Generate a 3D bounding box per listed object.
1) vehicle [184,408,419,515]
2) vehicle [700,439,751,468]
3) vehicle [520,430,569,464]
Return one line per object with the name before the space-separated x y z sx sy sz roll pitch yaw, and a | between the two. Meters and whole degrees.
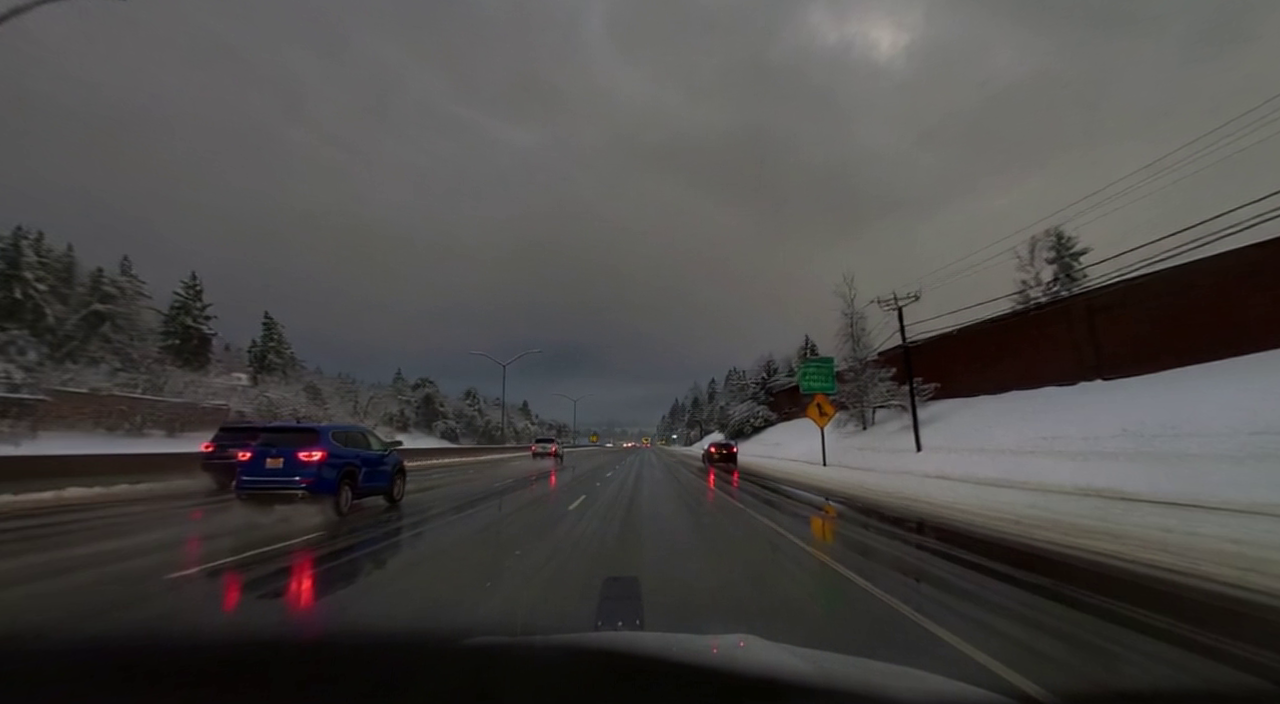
vehicle | -6.293 2.118 12.521 2.058 1.698 4.567 0 -9 1
vehicle | 4.717 5.677 35.334 2.251 1.520 4.550 0 -9 0
vehicle | -5.888 5.970 39.559 2.255 1.934 4.868 0 -9 1
